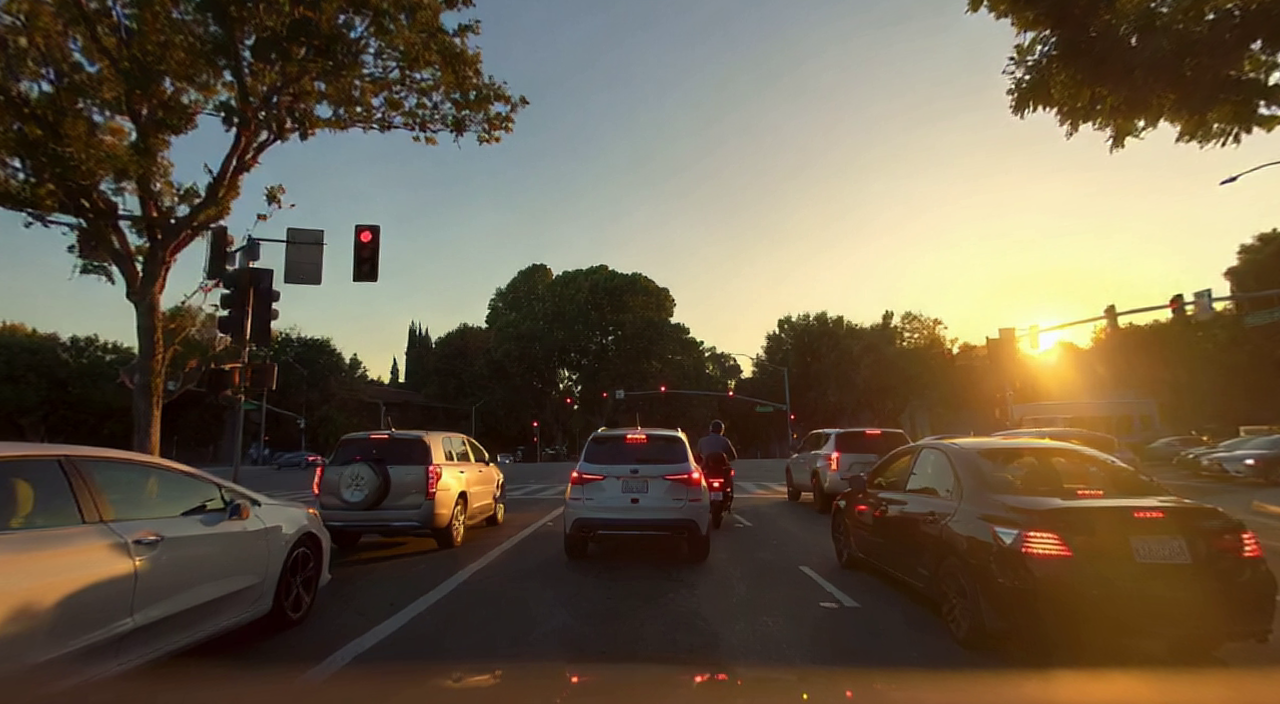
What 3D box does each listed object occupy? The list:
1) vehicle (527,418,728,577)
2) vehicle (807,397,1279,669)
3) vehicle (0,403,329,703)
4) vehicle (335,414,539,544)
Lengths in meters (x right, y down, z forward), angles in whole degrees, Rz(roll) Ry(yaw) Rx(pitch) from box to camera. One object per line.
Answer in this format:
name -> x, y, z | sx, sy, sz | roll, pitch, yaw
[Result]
vehicle -> -0.092, 1.803, 8.549 | 2.106, 1.655, 3.717 | 0, -8, 1
vehicle -> 3.233, 1.441, 6.190 | 2.006, 1.659, 4.462 | 0, -8, 1
vehicle -> -3.348, 0.948, 2.377 | 1.863, 1.495, 4.667 | 0, -8, 2
vehicle -> -3.219, 2.113, 11.159 | 2.048, 1.805, 4.405 | 0, -8, 1
